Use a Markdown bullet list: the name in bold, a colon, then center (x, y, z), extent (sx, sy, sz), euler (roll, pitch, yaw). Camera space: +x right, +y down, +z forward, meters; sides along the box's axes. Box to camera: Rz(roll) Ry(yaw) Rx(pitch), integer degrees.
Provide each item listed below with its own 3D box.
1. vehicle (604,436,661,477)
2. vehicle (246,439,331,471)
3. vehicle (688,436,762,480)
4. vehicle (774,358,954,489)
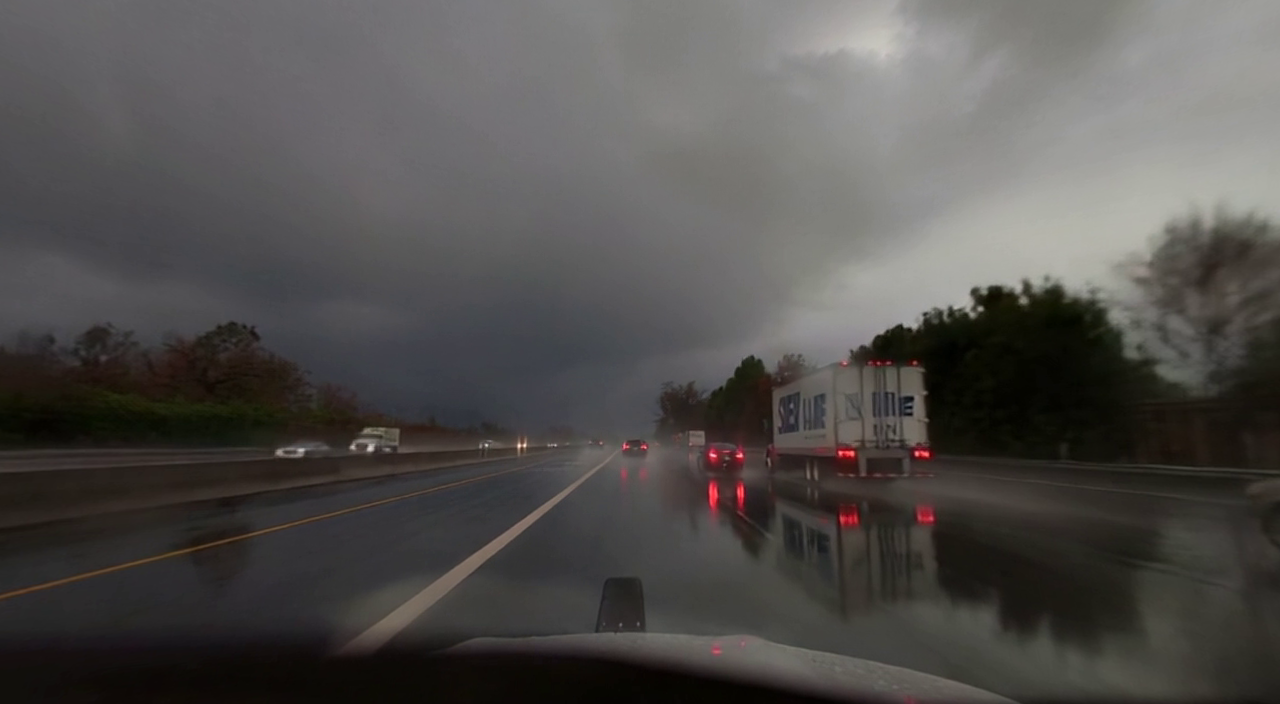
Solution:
- **vehicle**: center (-0.330, 4.110, 25.044), extent (2.098, 1.475, 3.997), euler (0, -9, -2)
- **vehicle**: center (-17.807, 5.229, 32.281), extent (1.835, 1.470, 4.460), euler (0, -9, -1)
- **vehicle**: center (3.110, 4.006, 24.156), extent (1.993, 1.504, 4.781), euler (0, -9, -2)
- **vehicle**: center (7.225, 2.635, 22.139), extent (2.799, 3.655, 8.627), euler (0, -9, -2)
